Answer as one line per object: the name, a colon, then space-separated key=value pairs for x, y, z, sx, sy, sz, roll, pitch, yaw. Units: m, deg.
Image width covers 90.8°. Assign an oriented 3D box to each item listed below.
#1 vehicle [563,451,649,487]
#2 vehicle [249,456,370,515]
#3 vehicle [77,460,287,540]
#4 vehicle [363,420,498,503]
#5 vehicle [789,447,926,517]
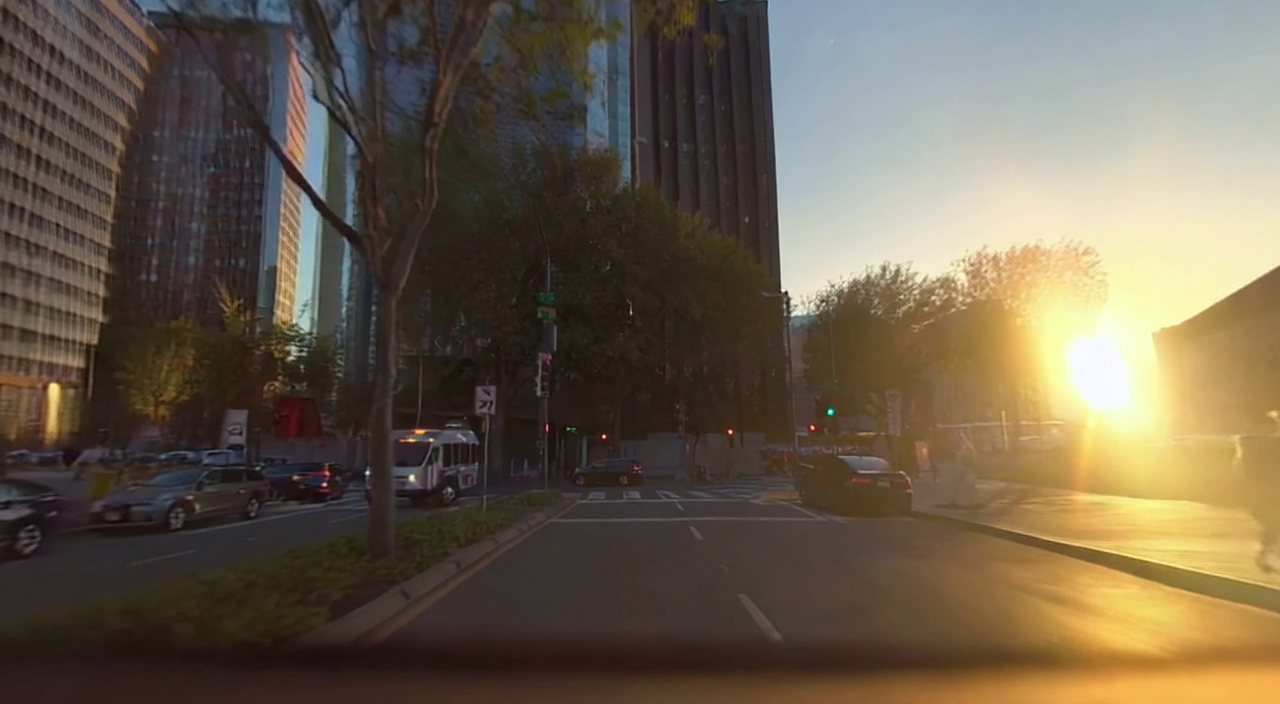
vehicle: x=-2.000 y=6.903 z=37.503 sx=4.742 sy=1.906 sz=1.933 roll=4 pitch=-9 yaw=-25
vehicle: x=-11.368 y=4.577 z=22.131 sx=1.908 sy=1.721 sz=4.285 roll=-1 pitch=-8 yaw=0
vehicle: x=-11.355 y=3.651 z=16.219 sx=1.968 sy=1.608 sz=4.609 roll=0 pitch=-8 yaw=-1
vehicle: x=-8.193 y=4.371 z=25.752 sx=2.591 sy=2.910 sz=6.652 roll=-1 pitch=-8 yaw=6
vehicle: x=5.500 y=3.306 z=16.690 sx=1.888 sy=1.536 sz=4.381 roll=0 pitch=-8 yaw=-2
